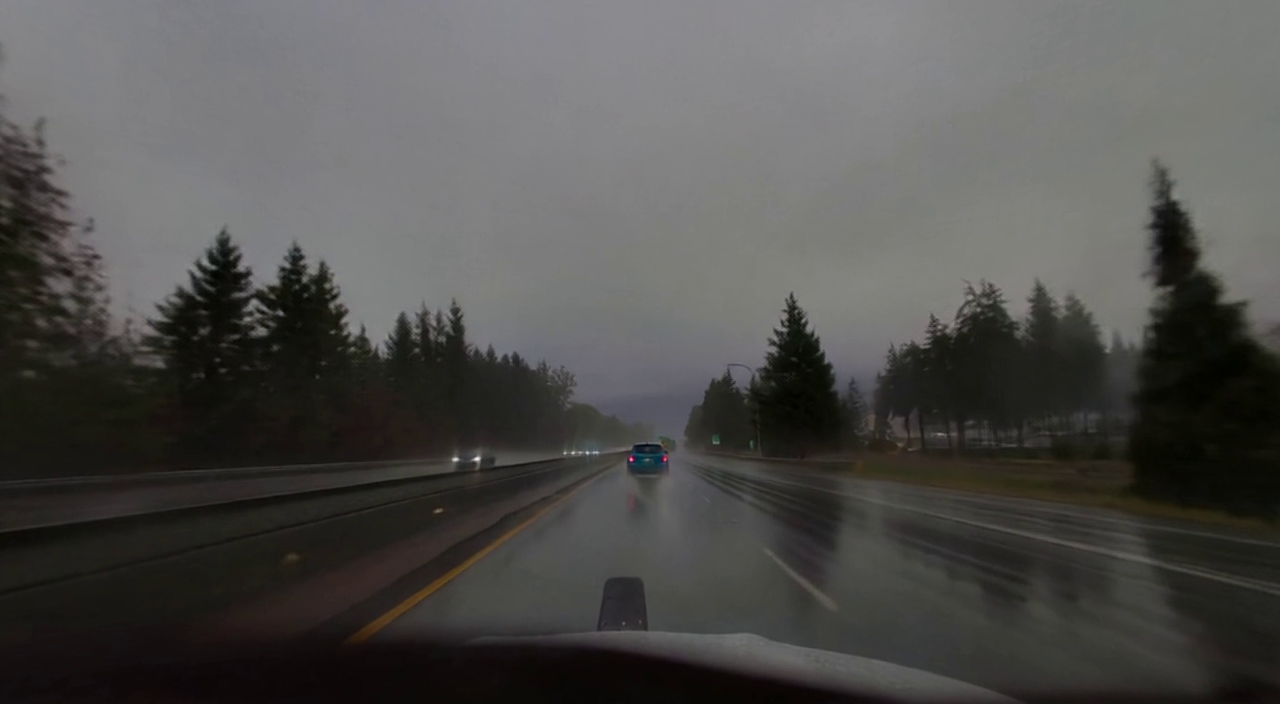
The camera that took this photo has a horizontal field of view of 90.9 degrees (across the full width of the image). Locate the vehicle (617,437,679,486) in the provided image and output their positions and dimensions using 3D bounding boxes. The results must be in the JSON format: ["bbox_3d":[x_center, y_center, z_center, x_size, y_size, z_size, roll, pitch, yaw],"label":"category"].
[{"bbox_3d":[0.284,4.182,24.279,2.190,1.706,4.062,0,-9,0],"label":"vehicle"}]

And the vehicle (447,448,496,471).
[{"bbox_3d":[-11.811,7.557,44.469,2.009,1.446,4.694,-1,-9,2],"label":"vehicle"}]
